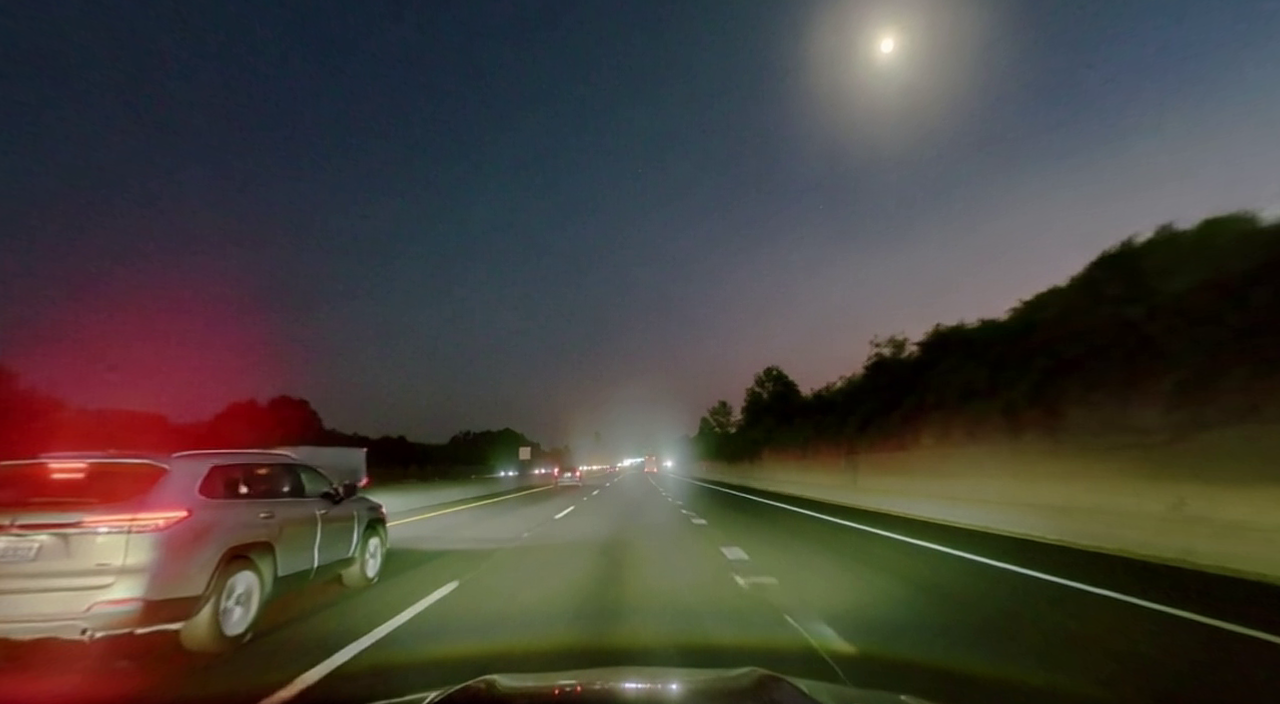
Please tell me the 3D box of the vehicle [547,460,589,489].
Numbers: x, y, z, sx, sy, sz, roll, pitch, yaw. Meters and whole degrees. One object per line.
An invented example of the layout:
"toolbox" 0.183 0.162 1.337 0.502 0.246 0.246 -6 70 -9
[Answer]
"vehicle" -4.615 7.984 41.289 2.178 1.736 4.847 1 -10 0

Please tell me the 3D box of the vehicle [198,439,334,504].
"vehicle" -20.284 6.575 34.858 2.904 3.124 7.327 1 -10 0
